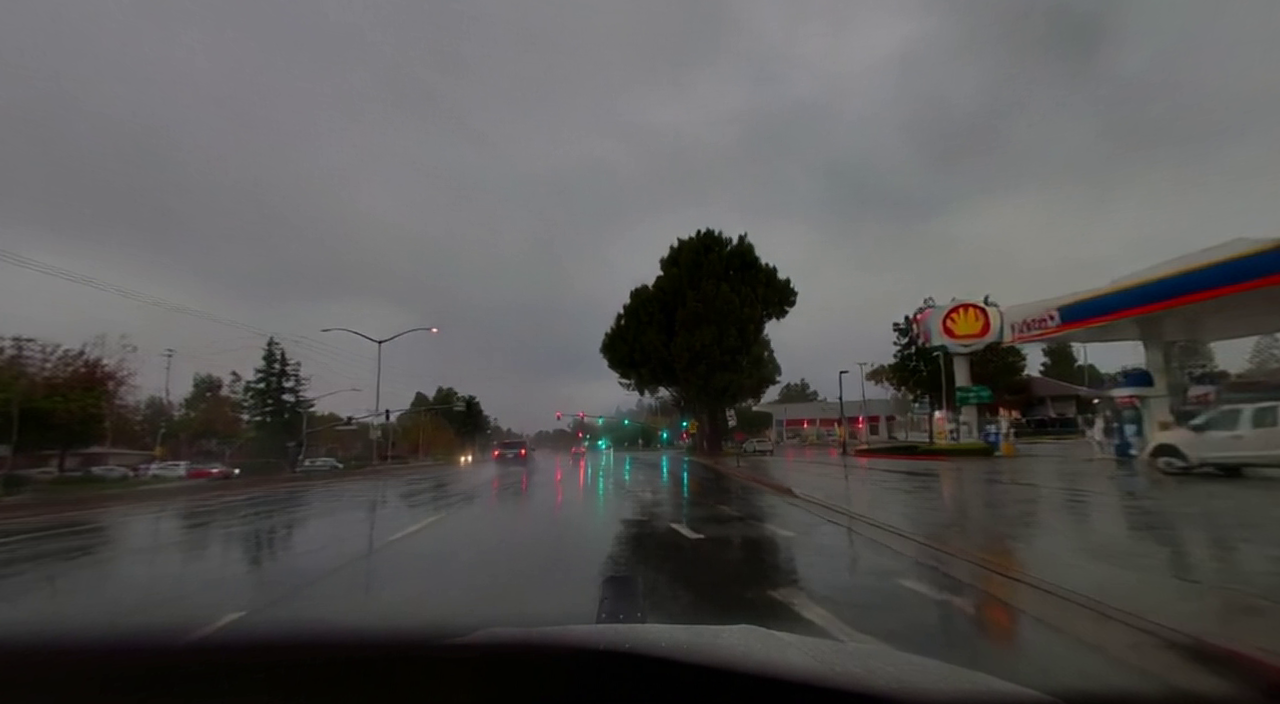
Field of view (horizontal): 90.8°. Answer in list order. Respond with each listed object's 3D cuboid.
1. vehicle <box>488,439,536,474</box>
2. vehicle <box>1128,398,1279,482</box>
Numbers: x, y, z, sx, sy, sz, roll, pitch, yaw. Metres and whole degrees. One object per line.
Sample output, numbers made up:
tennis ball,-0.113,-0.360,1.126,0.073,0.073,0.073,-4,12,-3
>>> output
vehicle,-6.998,5.755,34.954,1.985,1.772,4.479,0,-9,-3
vehicle,13.934,2.014,14.456,3.991,1.756,1.827,0,-9,-3
